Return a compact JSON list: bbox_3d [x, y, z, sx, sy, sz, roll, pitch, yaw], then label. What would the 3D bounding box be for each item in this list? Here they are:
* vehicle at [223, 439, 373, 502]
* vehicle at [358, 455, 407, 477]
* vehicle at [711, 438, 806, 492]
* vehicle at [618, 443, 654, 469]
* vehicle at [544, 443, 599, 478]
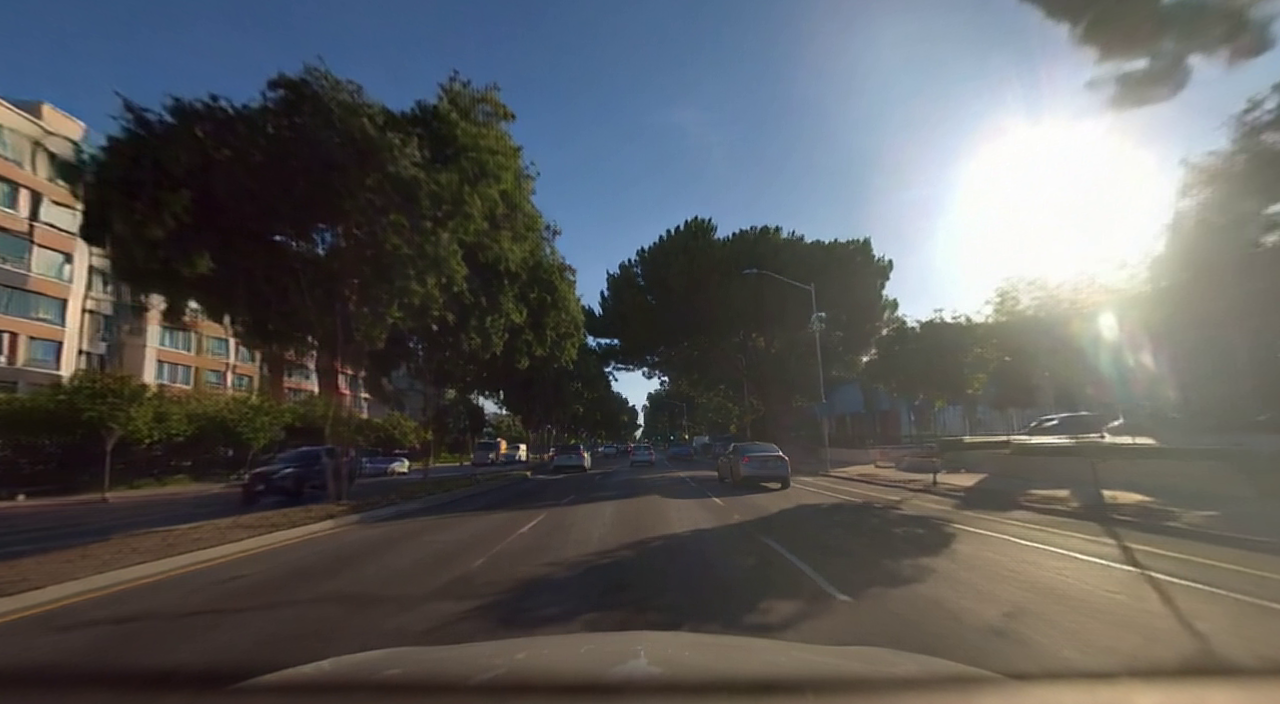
[{"bbox_3d":[-12.394,4.296,23.494,2.296,1.941,5.816,-2,-8,0],"label":"vehicle"},{"bbox_3d":[-18.967,8.402,46.572,1.924,1.493,4.006,0,-8,0],"label":"vehicle"},{"bbox_3d":[3.552,3.474,19.781,1.990,1.486,4.431,0,-8,-1],"label":"vehicle"},{"bbox_3d":[-0.265,6.415,39.147,2.101,1.480,3.929,0,-8,-1],"label":"vehicle"},{"bbox_3d":[-3.118,5.070,29.722,2.082,1.467,4.379,-1,-8,0],"label":"vehicle"}]
